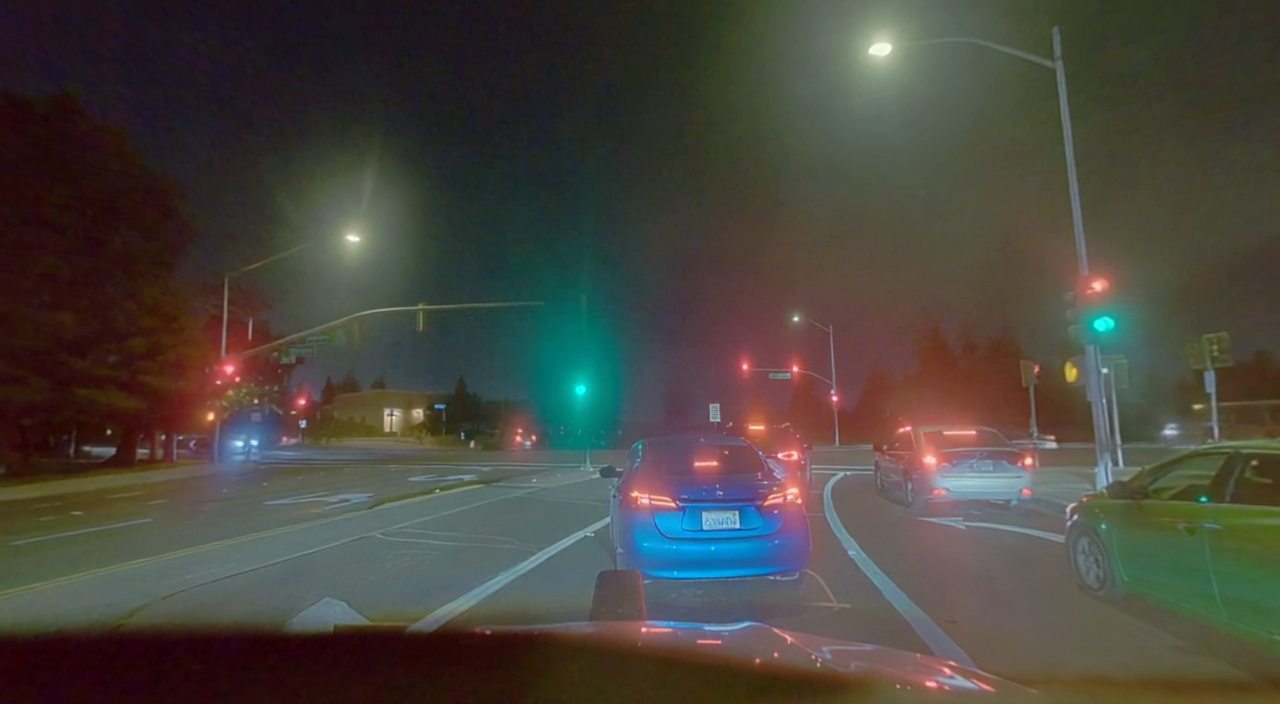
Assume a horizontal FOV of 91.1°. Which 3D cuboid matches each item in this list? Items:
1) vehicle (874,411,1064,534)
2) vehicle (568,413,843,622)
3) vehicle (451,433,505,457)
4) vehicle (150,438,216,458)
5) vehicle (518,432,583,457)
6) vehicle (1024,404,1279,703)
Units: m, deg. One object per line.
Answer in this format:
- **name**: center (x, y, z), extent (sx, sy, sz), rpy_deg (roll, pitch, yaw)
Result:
- **vehicle**: center (5.542, 2.043, 11.286), extent (2.102, 1.717, 4.373), rpy_deg (-2, -9, 16)
- **vehicle**: center (0.850, 1.498, 6.692), extent (2.052, 1.483, 3.928), rpy_deg (-2, -8, 12)
- **vehicle**: center (-12.467, 7.116, 48.195), extent (1.972, 1.705, 4.457), rpy_deg (8, -11, -44)
- **vehicle**: center (-35.388, 7.433, 48.629), extent (1.652, 1.433, 3.733), rpy_deg (-7, -11, 40)
- **vehicle**: center (-5.968, 6.105, 41.545), extent (1.932, 1.573, 4.509), rpy_deg (8, -12, -44)
- **vehicle**: center (4.249, 1.055, 3.364), extent (1.954, 1.508, 4.441), rpy_deg (-1, -8, 6)
